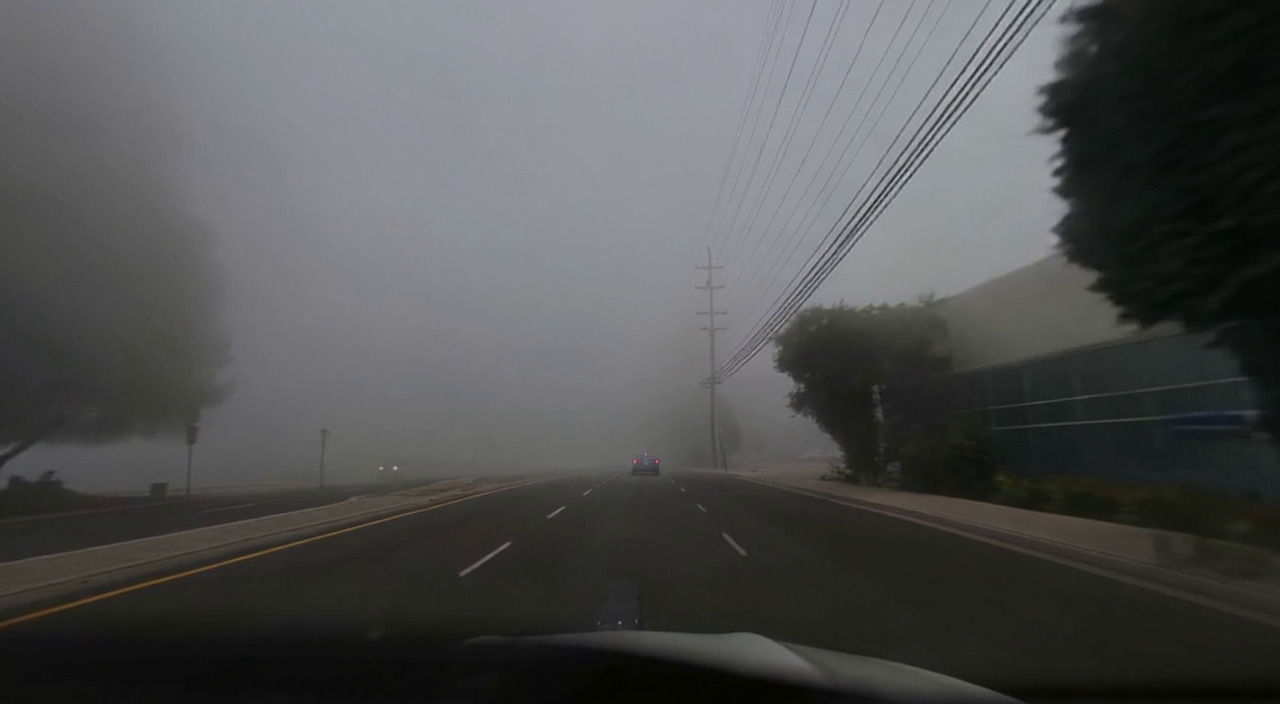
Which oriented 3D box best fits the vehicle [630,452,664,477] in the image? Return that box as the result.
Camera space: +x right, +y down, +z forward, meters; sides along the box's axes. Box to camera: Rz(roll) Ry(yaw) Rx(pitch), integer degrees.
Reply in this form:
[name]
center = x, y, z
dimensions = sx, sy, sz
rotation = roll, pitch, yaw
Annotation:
[vehicle]
center = 0.417, 7.448, 41.992
dimensions = 2.114, 1.492, 4.453
rotation = 0, -8, 0
